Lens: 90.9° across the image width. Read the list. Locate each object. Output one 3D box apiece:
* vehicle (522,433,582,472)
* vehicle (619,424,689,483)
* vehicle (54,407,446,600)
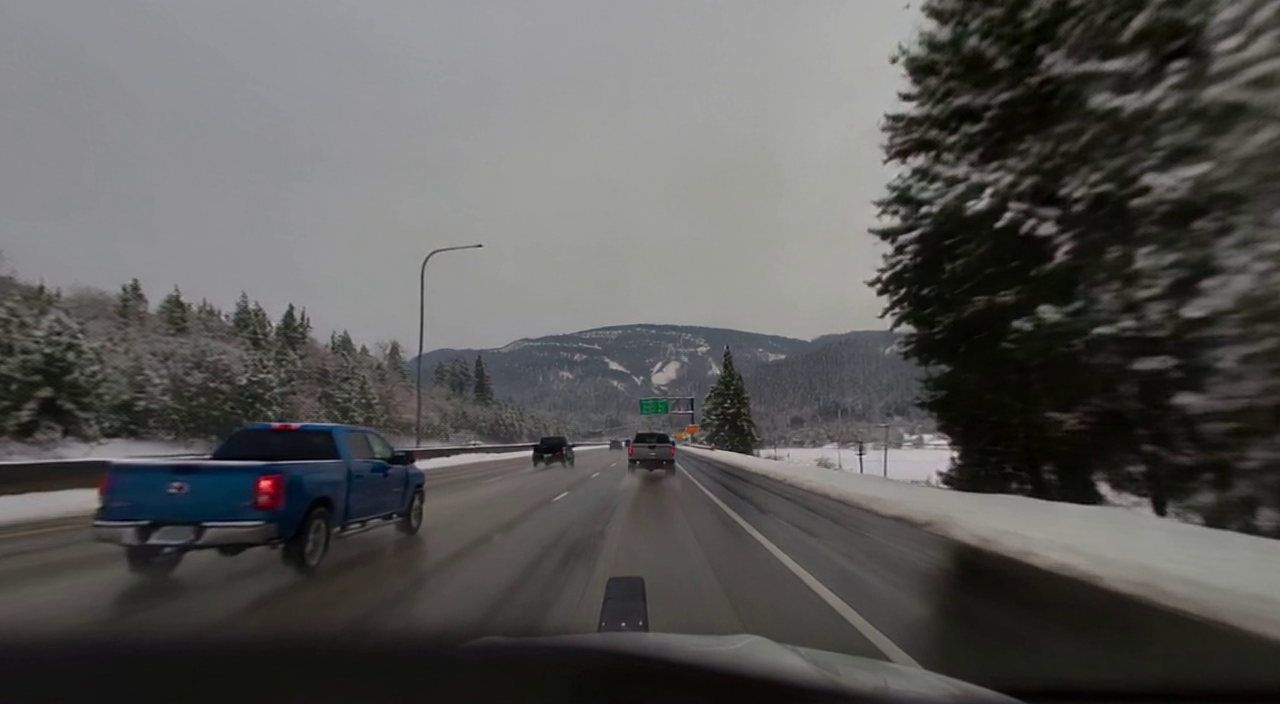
[{"bbox_3d":[-3.922,4.581,28.892,2.106,1.651,4.040,-1,-8,1],"label":"vehicle"},{"bbox_3d":[0.466,3.637,22.850,2.229,1.837,5.387,0,-8,1],"label":"vehicle"},{"bbox_3d":[-3.920,1.576,7.406,1.959,1.604,4.065,0,-8,0],"label":"vehicle"}]
